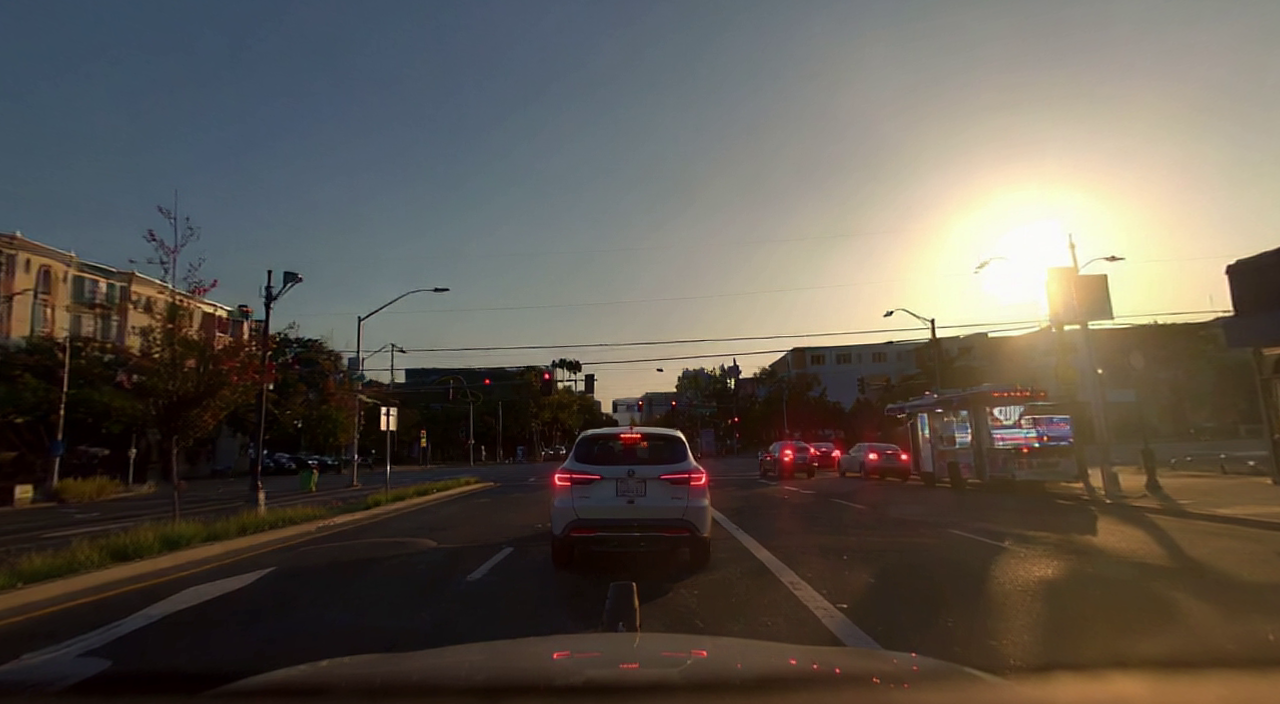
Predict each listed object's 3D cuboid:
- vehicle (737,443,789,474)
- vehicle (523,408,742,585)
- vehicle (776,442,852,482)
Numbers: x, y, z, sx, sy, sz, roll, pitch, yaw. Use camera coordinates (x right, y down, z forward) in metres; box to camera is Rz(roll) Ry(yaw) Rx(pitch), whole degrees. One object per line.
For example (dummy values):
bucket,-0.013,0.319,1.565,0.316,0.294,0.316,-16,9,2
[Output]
vehicle,6.274,5.457,32.642,1.961,1.477,4.454,0,-9,2
vehicle,-0.058,1.696,8.123,2.115,1.700,3.901,0,-8,1
vehicle,6.863,4.379,25.273,1.833,1.452,4.237,0,-9,0
